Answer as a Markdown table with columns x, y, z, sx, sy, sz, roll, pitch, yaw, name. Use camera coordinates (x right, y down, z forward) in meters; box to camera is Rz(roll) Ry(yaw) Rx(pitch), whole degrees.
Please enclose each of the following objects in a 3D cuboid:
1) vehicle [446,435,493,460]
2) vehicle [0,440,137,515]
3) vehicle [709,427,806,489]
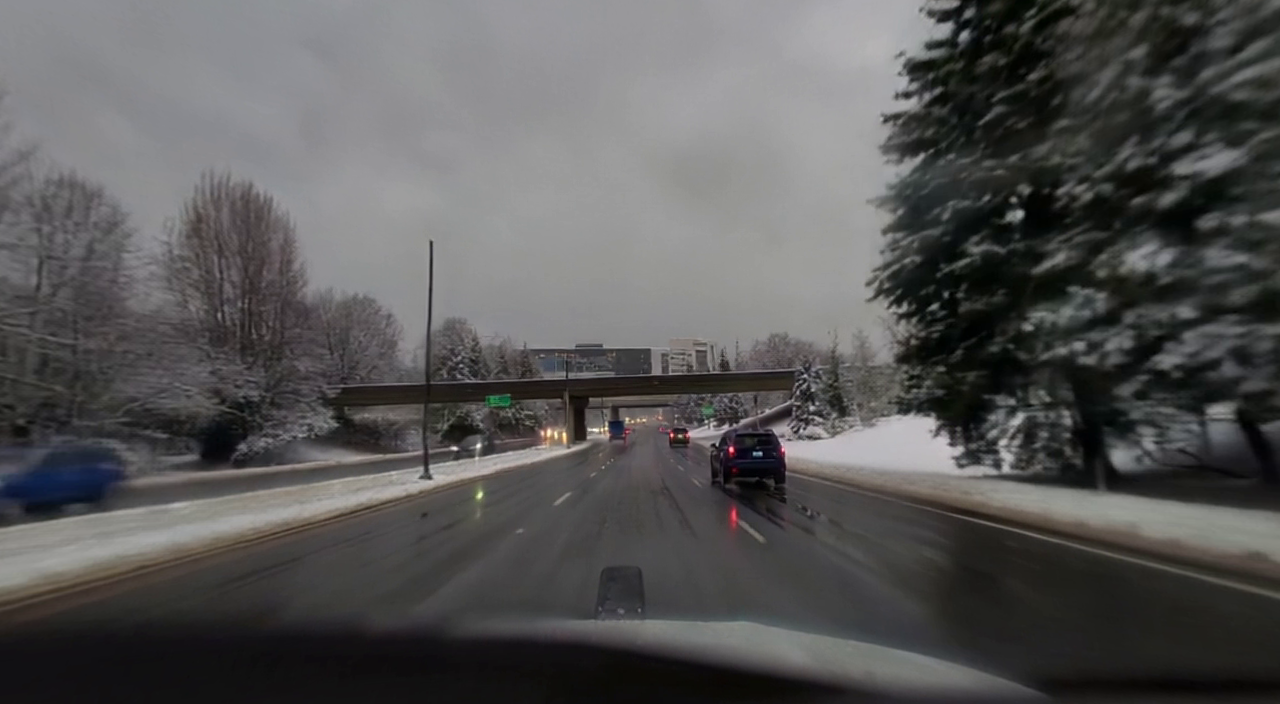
| x | y | z | sx | sy | sz | roll | pitch | yaw | name |
| --- | --- | --- | --- | --- | --- | --- | --- | --- | --- |
| -12.234 | 6.906 | 45.515 | 1.976 | 1.694 | 4.453 | 0 | -9 | 2 | vehicle |
| -15.838 | 3.155 | 16.174 | 1.958 | 1.725 | 4.539 | 0 | -9 | 1 | vehicle |
| 3.487 | 3.262 | 19.647 | 2.110 | 1.712 | 4.489 | 0 | -9 | 0 | vehicle |
